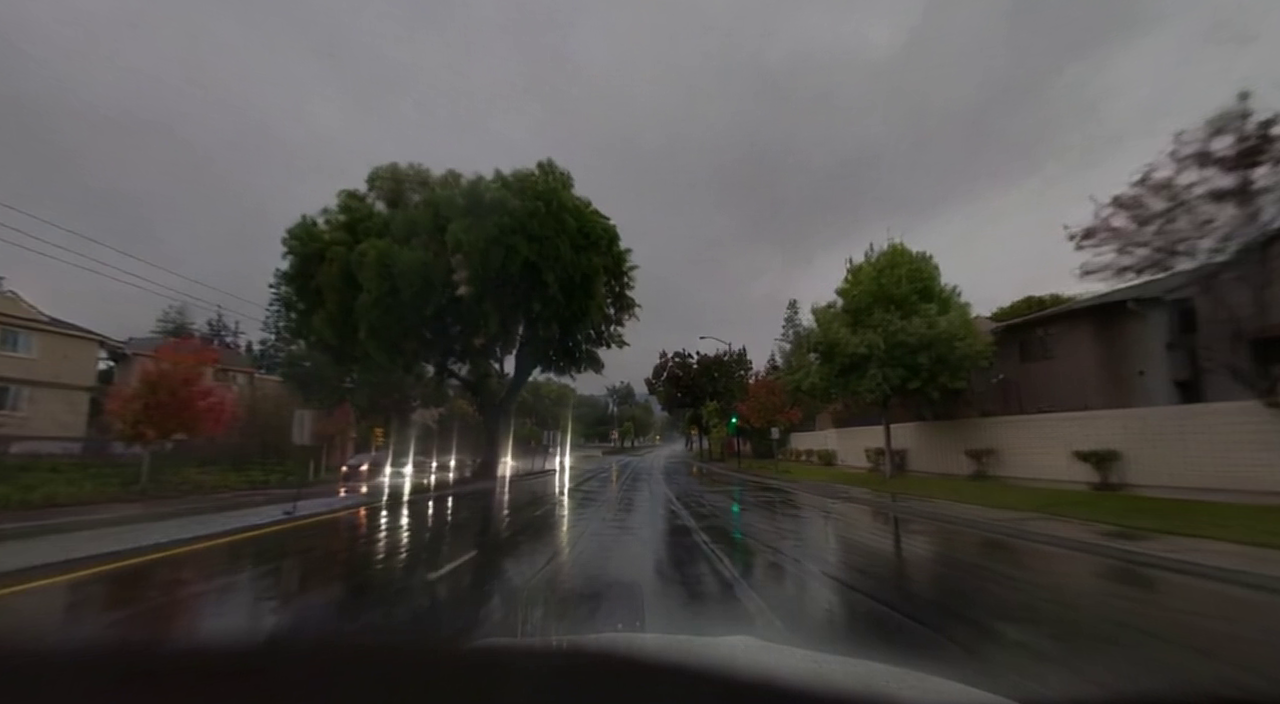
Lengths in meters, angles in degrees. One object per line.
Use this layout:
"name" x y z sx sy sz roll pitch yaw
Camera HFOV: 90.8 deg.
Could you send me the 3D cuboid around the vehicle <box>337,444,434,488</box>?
"vehicle" -11.744 5.262 29.548 2.113 1.788 4.701 -4 -9 8
